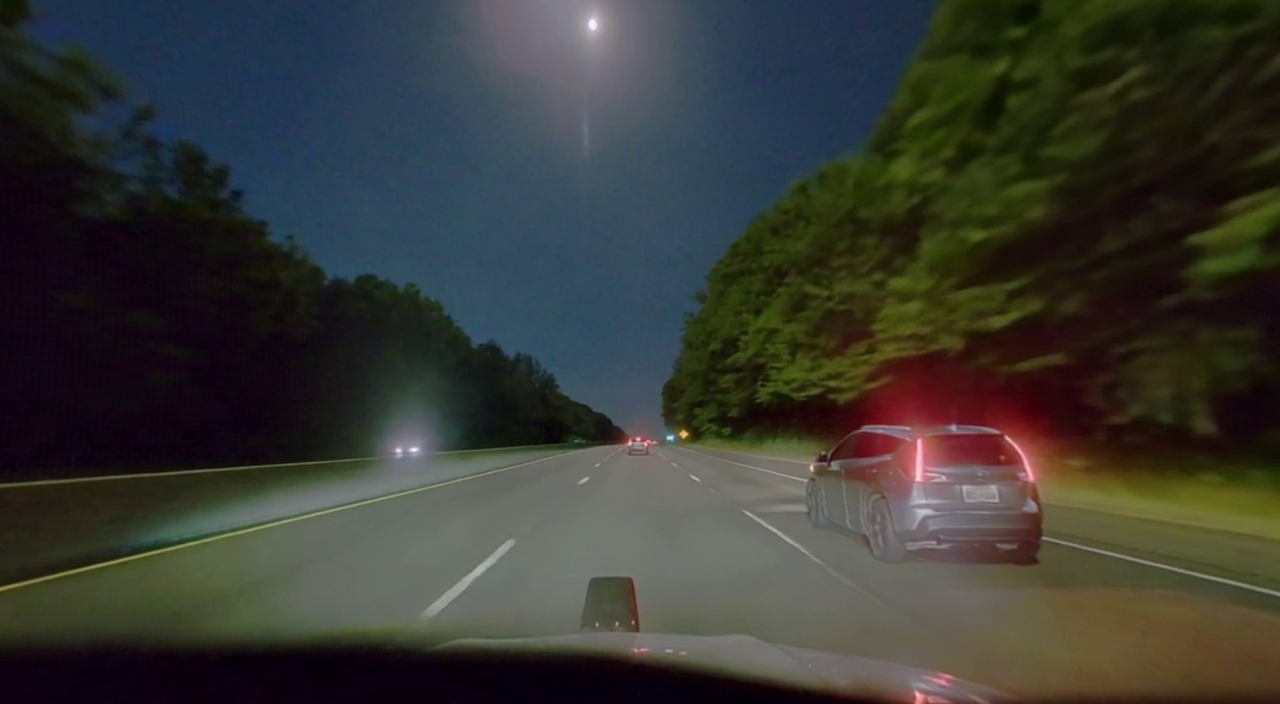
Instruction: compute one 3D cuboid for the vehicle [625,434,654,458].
[{"bbox_3d":[-0.081,6.852,46.252,2.094,1.653,4.283,0,-8,-1],"label":"vehicle"}]
